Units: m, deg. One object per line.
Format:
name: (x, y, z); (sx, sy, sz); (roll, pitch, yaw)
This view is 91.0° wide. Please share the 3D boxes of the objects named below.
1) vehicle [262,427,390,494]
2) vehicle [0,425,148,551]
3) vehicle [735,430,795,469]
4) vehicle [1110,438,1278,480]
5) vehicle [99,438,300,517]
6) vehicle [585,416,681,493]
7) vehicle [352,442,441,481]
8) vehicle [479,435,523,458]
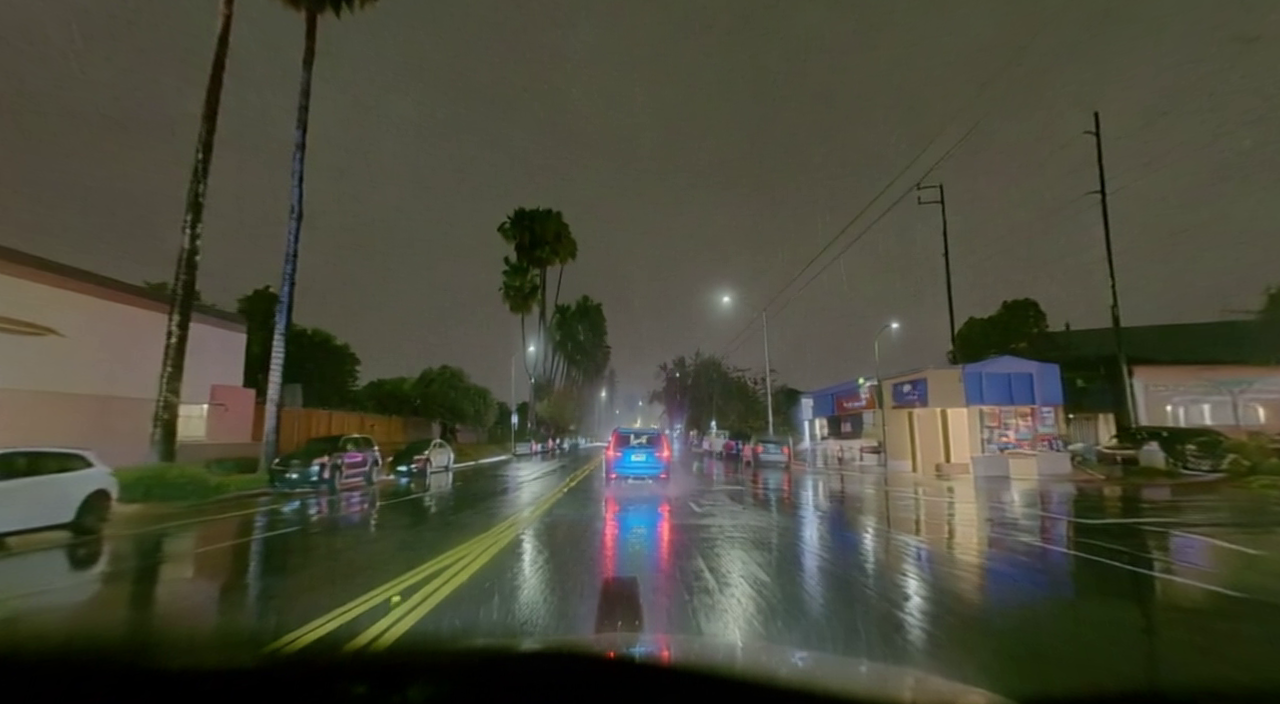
vehicle: (-10.000, 3.468, 20.458); (1.958, 1.937, 4.114); (0, -8, 1)
vehicle: (-10.155, 2.007, 9.236); (1.992, 1.744, 4.896); (-1, -6, -1)
vehicle: (6.073, 4.805, 31.057); (2.005, 1.775, 4.324); (0, -8, 0)
vehicle: (20.795, 4.015, 23.761); (4.488, 1.470, 1.994); (0, -9, -2)
vehicle: (-10.066, 2.864, 14.857); (1.812, 1.578, 4.037); (0, -8, 0)
vehicle: (-0.218, 2.770, 17.249); (2.264, 1.798, 4.563); (0, -8, -1)
vehicle: (-9.929, 4.477, 26.074); (1.909, 1.468, 4.504); (0, -8, -1)
vehicle: (-10.187, 6.972, 46.475); (2.118, 1.640, 4.406); (0, -8, 1)
